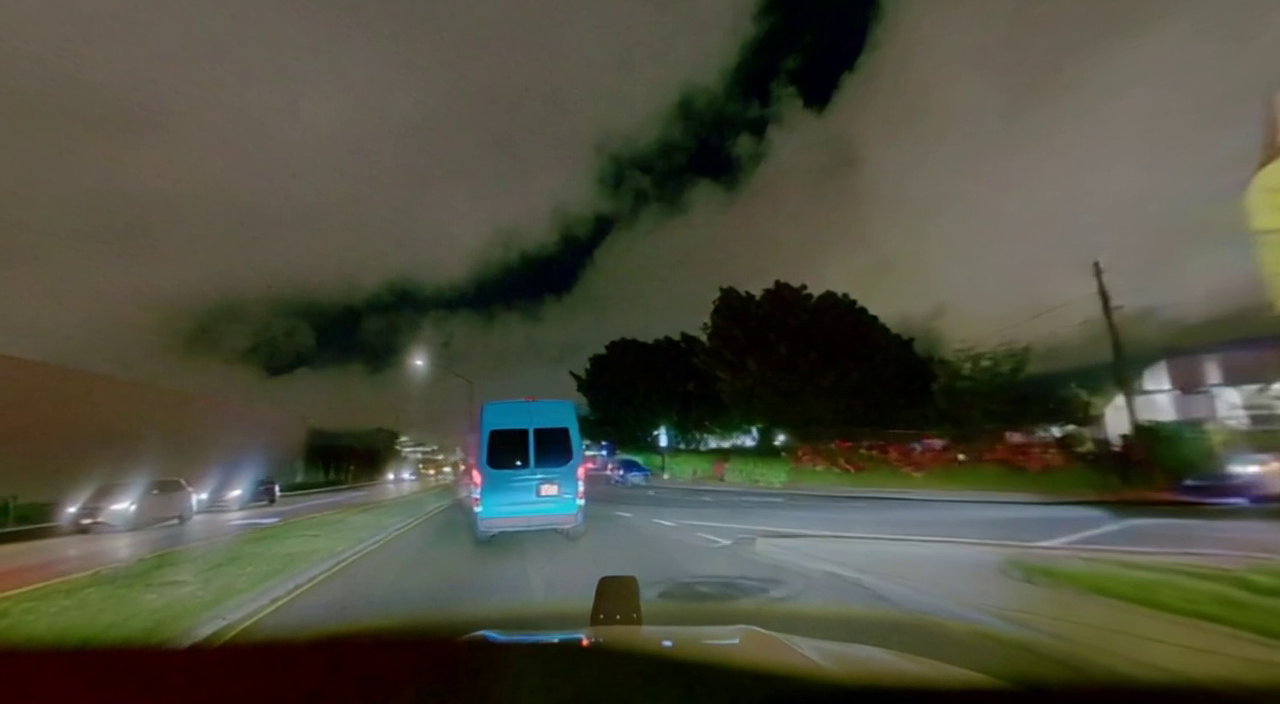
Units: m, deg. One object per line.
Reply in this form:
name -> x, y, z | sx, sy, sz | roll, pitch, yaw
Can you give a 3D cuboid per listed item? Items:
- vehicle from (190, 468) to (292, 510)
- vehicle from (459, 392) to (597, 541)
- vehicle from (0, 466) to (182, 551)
vehicle -> -18.936, 6.483, 30.016 | 1.938, 1.688, 4.523 | 0, -9, -1
vehicle -> -2.549, 2.471, 14.171 | 2.432, 2.624, 5.670 | 1, -9, -11
vehicle -> -14.677, 4.120, 17.080 | 2.114, 1.668, 3.747 | -5, -8, -10
